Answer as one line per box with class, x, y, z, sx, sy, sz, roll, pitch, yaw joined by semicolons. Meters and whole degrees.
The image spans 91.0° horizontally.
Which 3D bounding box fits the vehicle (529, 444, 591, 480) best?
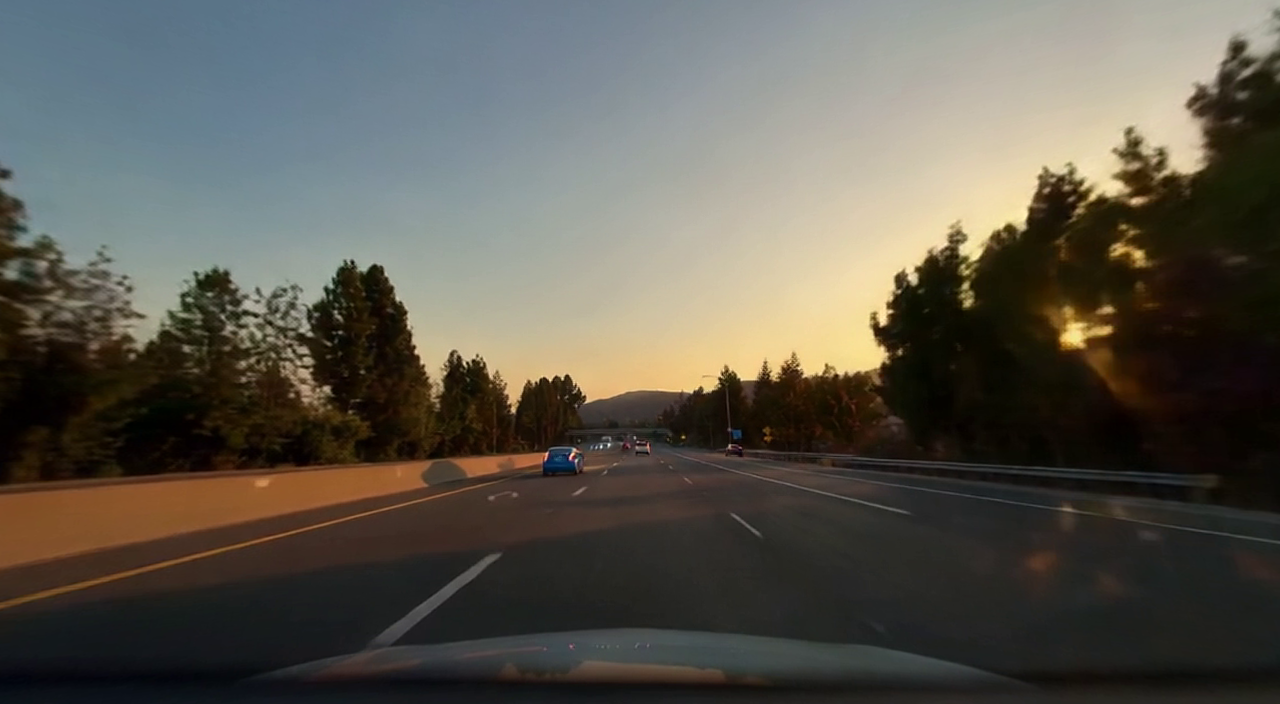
vehicle;-3.556;5.015;28.945;2.162;1.493;4.583;0;-9;1
